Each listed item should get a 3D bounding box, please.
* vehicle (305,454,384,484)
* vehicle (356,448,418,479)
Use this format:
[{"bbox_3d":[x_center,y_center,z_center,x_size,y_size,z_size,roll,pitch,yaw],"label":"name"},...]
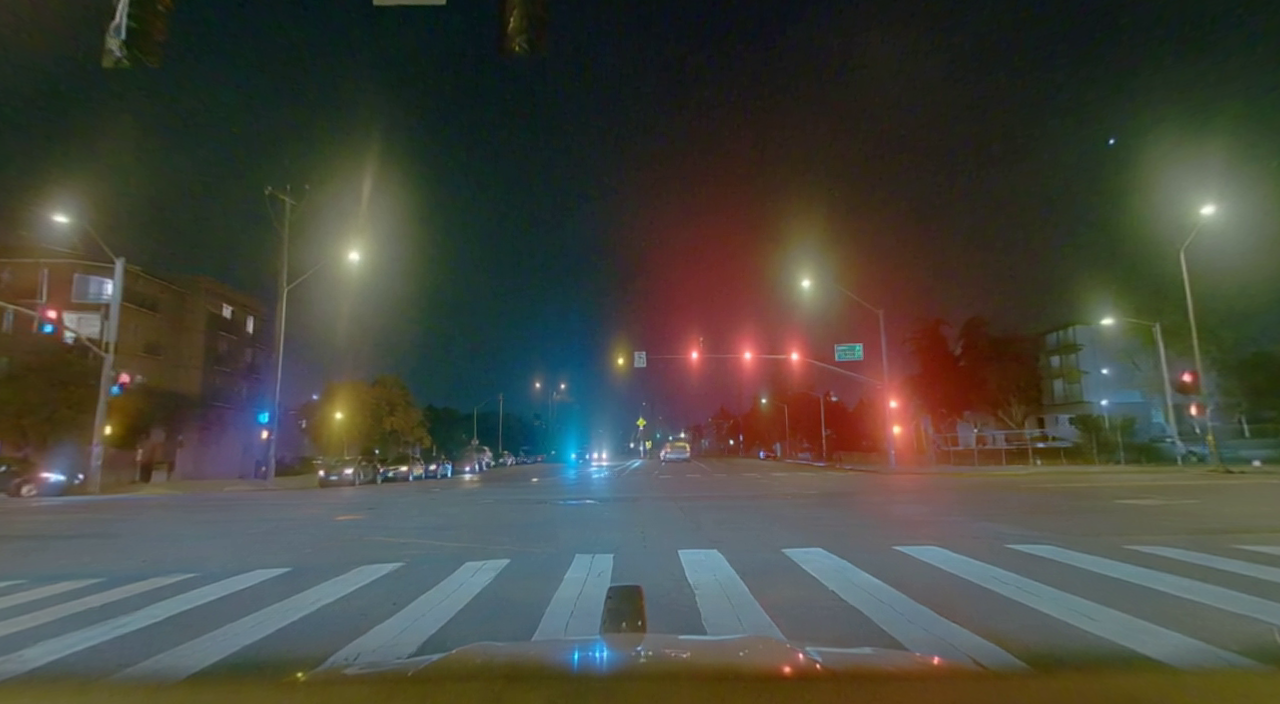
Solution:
[{"bbox_3d":[-16.095,6.369,34.500,2.055,1.506,4.663,0,-9,0],"label":"vehicle"},{"bbox_3d":[-16.185,7.106,40.447,1.960,1.819,5.018,0,-9,-1],"label":"vehicle"}]
